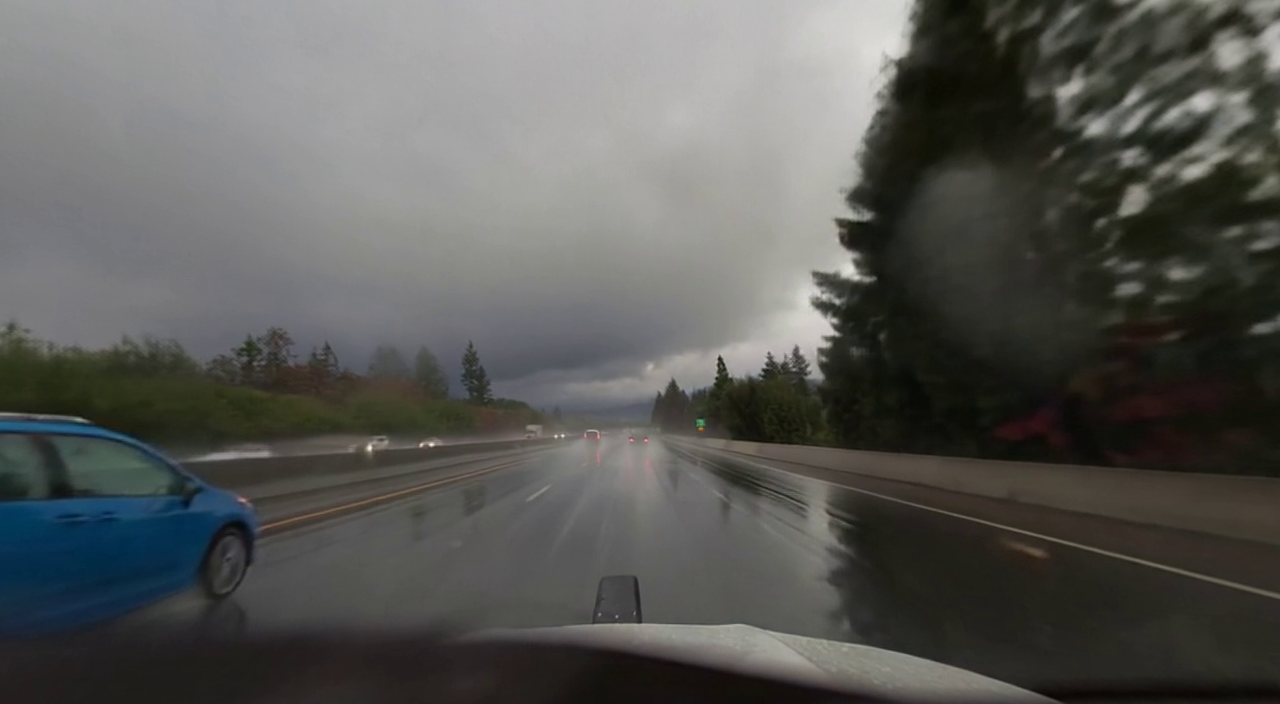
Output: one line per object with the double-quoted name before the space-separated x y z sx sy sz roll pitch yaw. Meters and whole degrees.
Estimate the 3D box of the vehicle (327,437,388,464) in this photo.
"vehicle" -17.614 6.133 39.501 1.844 1.541 4.218 0 -8 -1

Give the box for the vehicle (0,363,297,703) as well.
"vehicle" -4.054 0.930 3.319 2.064 1.647 4.381 0 -8 -1
